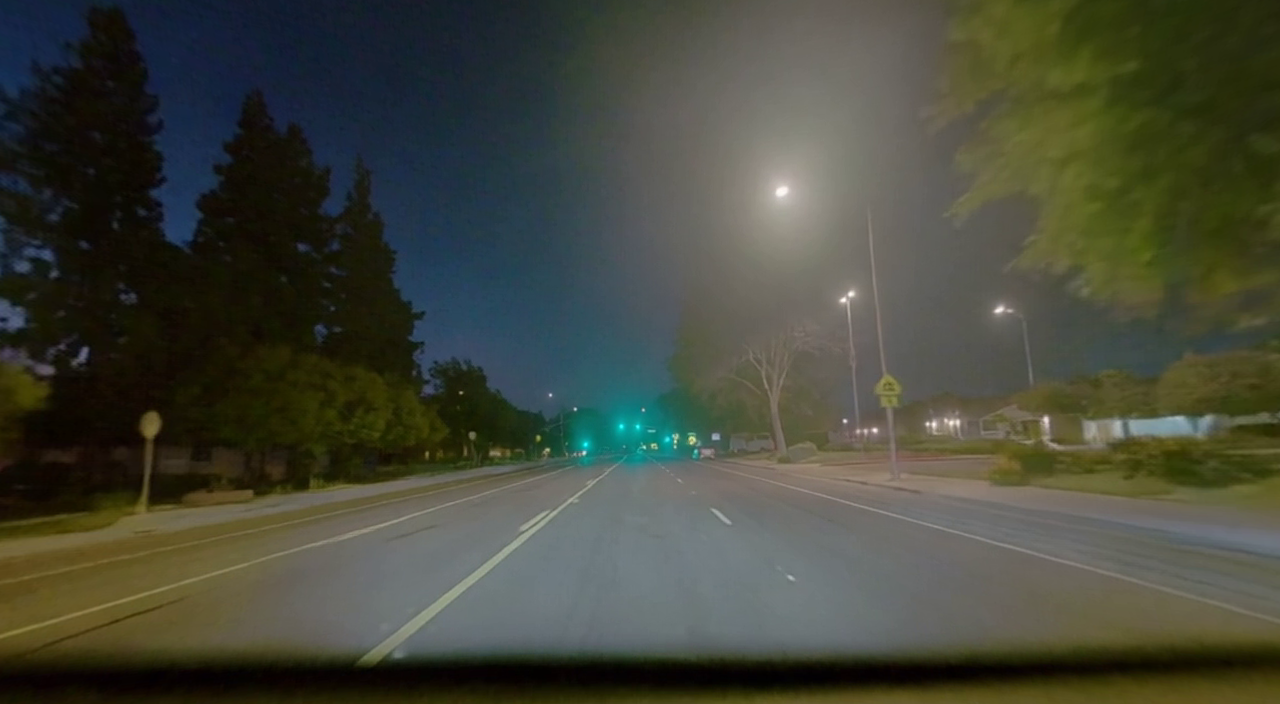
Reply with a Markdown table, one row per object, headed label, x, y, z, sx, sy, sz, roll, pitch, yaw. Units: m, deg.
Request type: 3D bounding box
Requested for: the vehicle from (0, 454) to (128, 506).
| label | x | y | z | sx | sy | sz | roll | pitch | yaw |
| --- | --- | --- | --- | --- | --- | --- | --- | --- | --- |
| vehicle | -26.444 | 5.535 | 27.352 | 6.500 | 1.985 | 2.363 | 5 | -10 | -38 |
